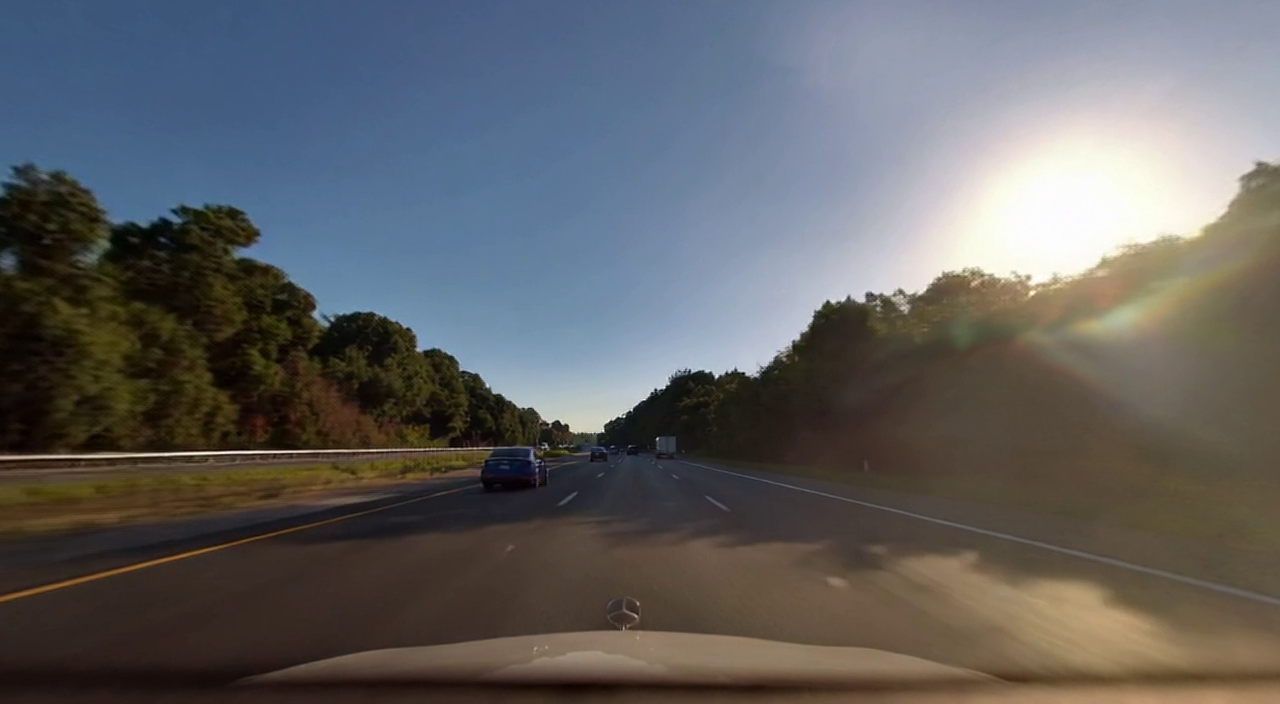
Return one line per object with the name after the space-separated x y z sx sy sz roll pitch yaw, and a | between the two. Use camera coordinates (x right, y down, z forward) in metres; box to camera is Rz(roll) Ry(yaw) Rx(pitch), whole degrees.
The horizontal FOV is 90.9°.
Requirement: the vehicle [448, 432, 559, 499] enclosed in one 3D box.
-3.751 3.224 18.221 2.108 1.666 4.558 0 -9 1 | vehicle
